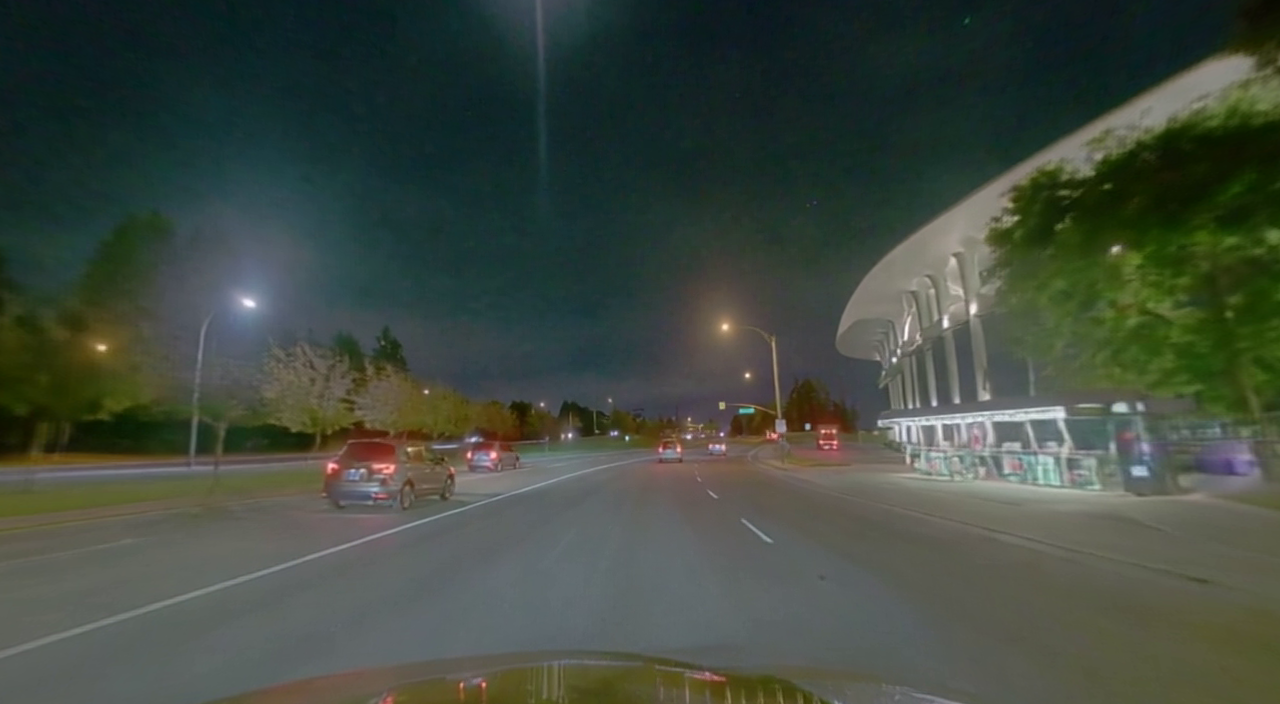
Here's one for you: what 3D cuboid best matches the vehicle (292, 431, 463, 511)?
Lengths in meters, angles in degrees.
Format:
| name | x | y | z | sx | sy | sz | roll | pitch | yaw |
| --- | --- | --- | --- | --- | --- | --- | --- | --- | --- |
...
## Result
| name | x | y | z | sx | sy | sz | roll | pitch | yaw |
| --- | --- | --- | --- | --- | --- | --- | --- | --- | --- |
| vehicle | -6.400 | 2.947 | 16.117 | 2.181 | 1.728 | 4.515 | -1 | -8 | 3 |

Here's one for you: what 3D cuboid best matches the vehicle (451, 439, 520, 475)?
| name | x | y | z | sx | sy | sz | roll | pitch | yaw |
| --- | --- | --- | --- | --- | --- | --- | --- | --- | --- |
| vehicle | -8.064 | 5.510 | 33.381 | 2.097 | 1.782 | 4.682 | -1 | -8 | 5 |

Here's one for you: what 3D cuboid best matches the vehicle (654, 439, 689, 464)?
| name | x | y | z | sx | sy | sz | roll | pitch | yaw |
| --- | --- | --- | --- | --- | --- | --- | --- | --- | --- |
| vehicle | 2.448 | 7.570 | 48.088 | 2.345 | 1.803 | 4.261 | -1 | -8 | 7 |
